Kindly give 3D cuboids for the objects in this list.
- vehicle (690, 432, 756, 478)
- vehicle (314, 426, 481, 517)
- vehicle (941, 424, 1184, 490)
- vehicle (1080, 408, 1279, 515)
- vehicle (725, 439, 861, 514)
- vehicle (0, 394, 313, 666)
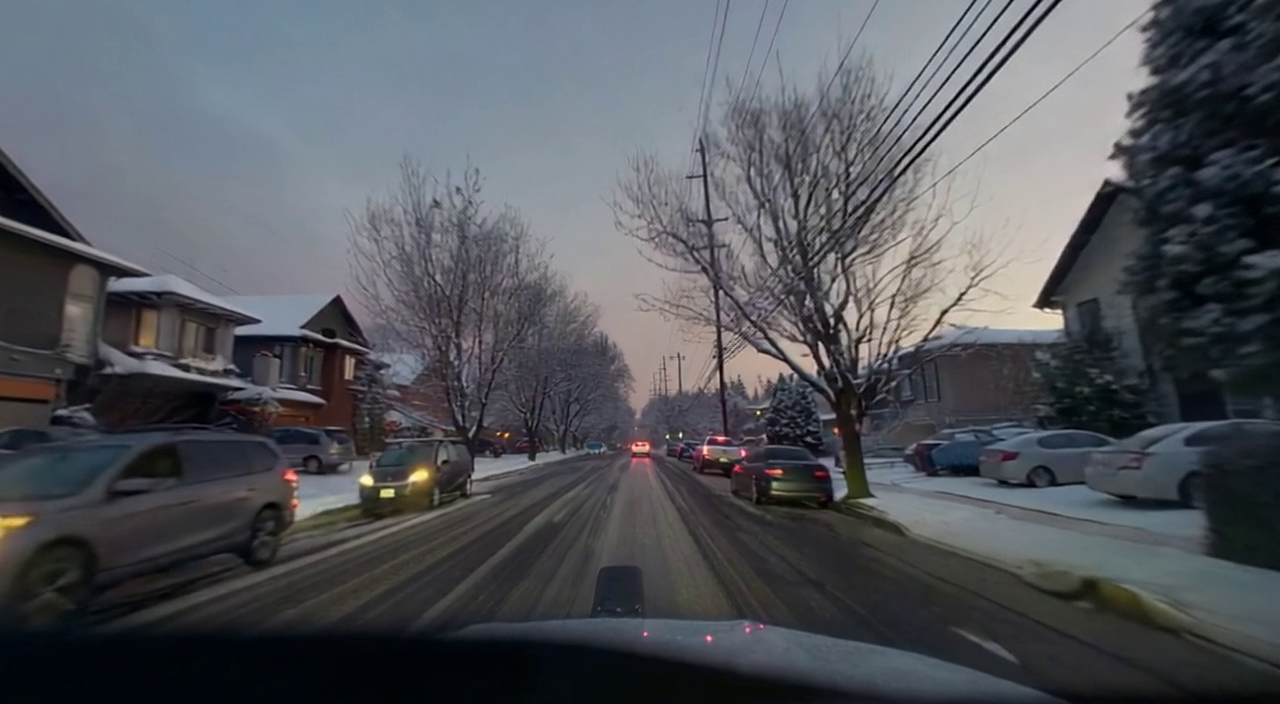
[{"bbox_3d":[3.563,4.577,28.295,2.280,1.820,5.001,0,-8,0],"label":"vehicle"},{"bbox_3d":[-5.203,2.629,14.304,2.103,1.731,4.197,0,-9,0],"label":"vehicle"},{"bbox_3d":[10.743,2.700,16.391,4.739,1.576,2.086,0,-9,1],"label":"vehicle"},{"bbox_3d":[11.420,1.928,11.814,4.776,1.602,1.968,-4,-7,0],"label":"vehicle"},{"bbox_3d":[3.415,2.879,15.197,2.008,1.482,4.891,0,-8,-1],"label":"vehicle"},{"bbox_3d":[-5.341,1.333,5.633,2.275,1.781,4.682,0,-7,1],"label":"vehicle"}]
